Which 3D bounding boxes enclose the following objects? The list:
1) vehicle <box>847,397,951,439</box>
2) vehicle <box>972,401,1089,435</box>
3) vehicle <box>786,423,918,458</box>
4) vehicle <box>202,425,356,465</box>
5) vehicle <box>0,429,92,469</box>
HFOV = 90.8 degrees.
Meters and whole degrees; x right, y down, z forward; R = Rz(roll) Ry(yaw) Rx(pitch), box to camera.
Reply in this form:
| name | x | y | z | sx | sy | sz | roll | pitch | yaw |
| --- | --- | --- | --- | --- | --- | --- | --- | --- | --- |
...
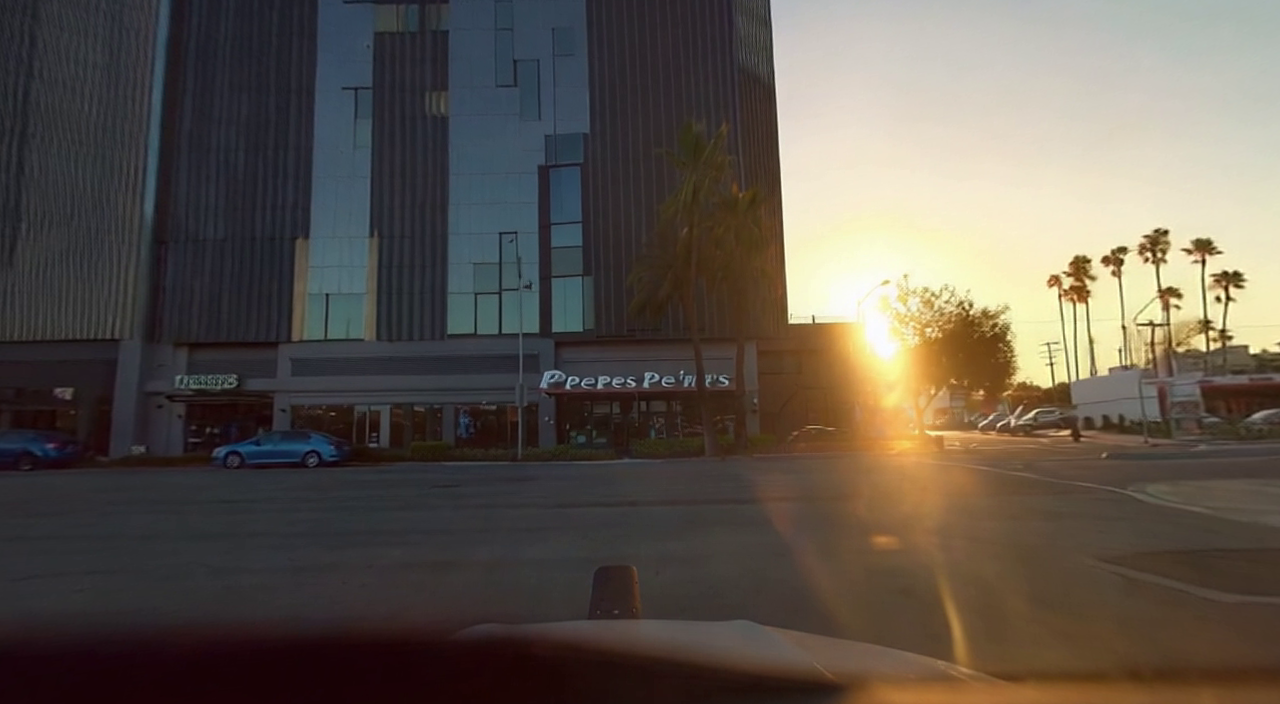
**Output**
| name | x | y | z | sx | sy | sz | roll | pitch | yaw |
| --- | --- | --- | --- | --- | --- | --- | --- | --- | --- |
| vehicle | 16.166 | 4.168 | 39.665 | 5.524 | 2.504 | 2.196 | 1 | -9 | -3 |
| vehicle | 28.517 | 4.832 | 46.303 | 7.026 | 2.329 | 2.545 | 1 | -6 | -4 |
| vehicle | 8.608 | 3.651 | 25.894 | 4.782 | 1.371 | 1.763 | 1 | -9 | -5 |
| vehicle | -13.939 | 3.618 | 24.562 | 4.857 | 1.497 | 1.811 | 0 | -9 | 2 |
| vehicle | -23.634 | 3.620 | 23.707 | 4.321 | 1.430 | 1.775 | 0 | -9 | -2 |
